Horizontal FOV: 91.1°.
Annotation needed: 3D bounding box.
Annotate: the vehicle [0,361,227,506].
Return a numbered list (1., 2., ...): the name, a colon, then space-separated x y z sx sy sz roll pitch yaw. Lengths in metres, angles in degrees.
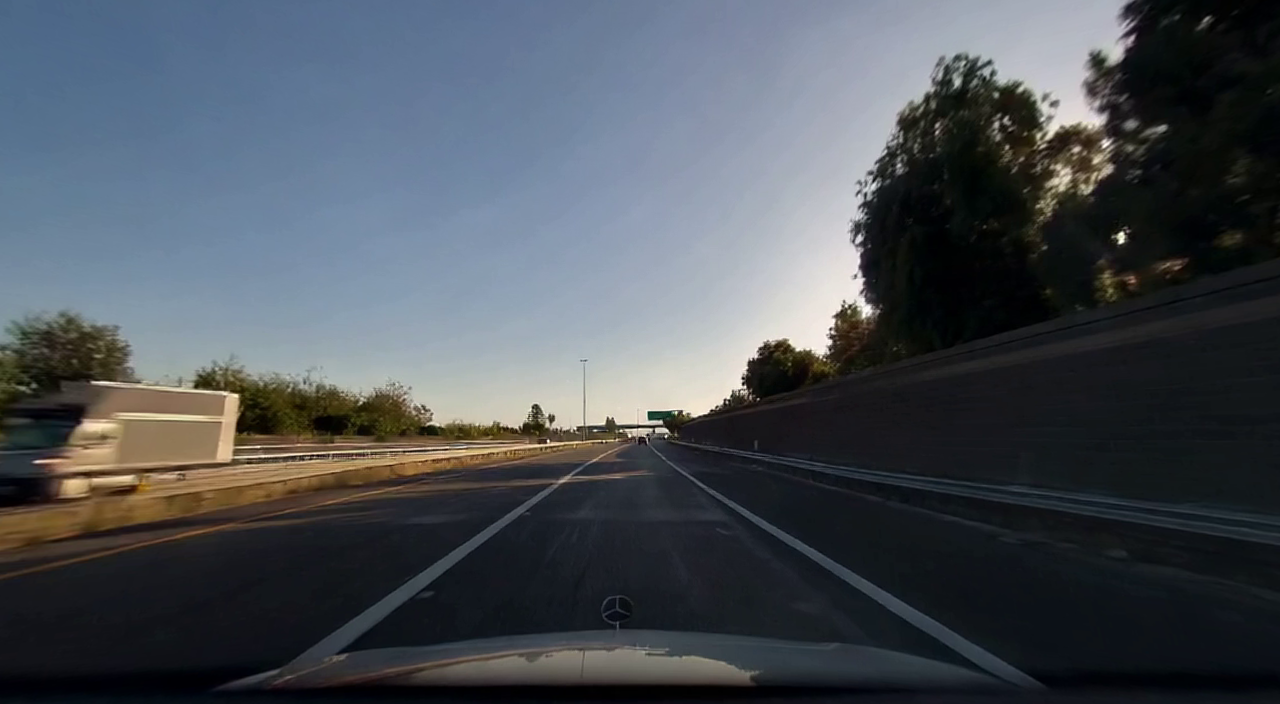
1. vehicle: -16.363 2.446 18.804 2.782 3.438 7.770 0 -8 -2
